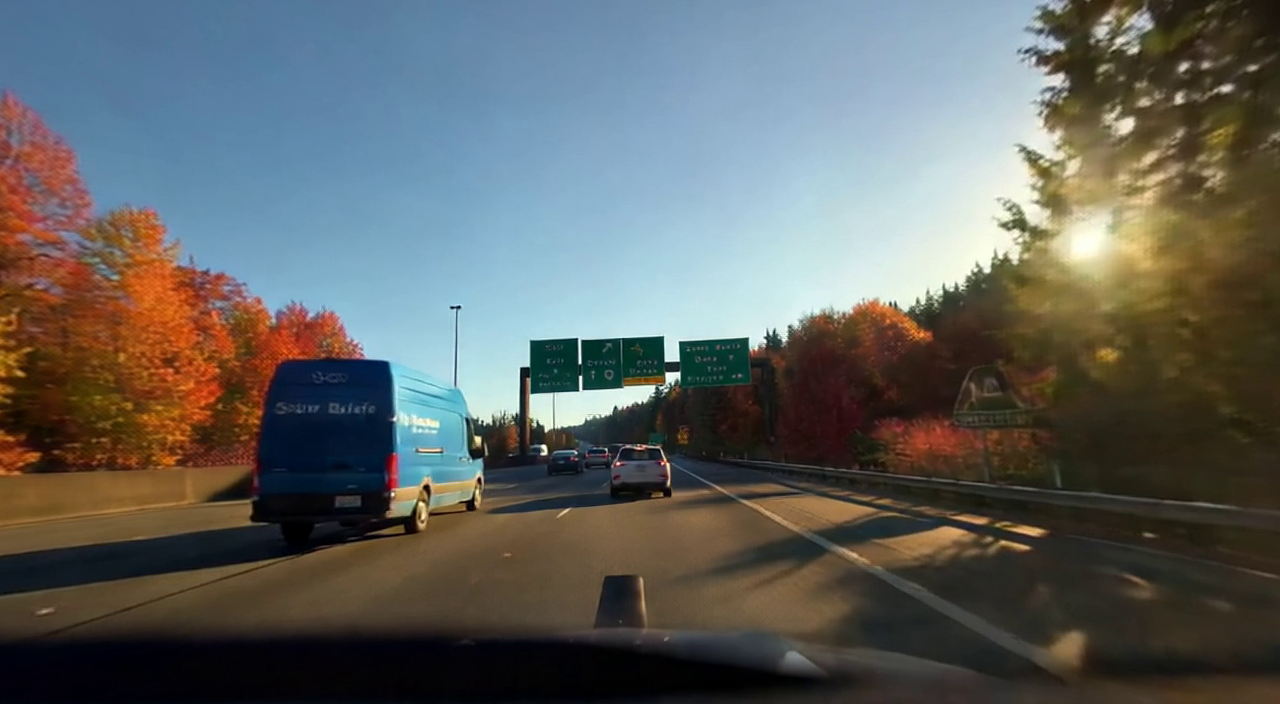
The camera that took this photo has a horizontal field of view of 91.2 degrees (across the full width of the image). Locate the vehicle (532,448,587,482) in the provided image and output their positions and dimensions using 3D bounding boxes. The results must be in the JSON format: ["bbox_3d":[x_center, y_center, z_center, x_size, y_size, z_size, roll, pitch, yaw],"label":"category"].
[{"bbox_3d":[-3.759,5.353,29.998,2.015,1.496,4.312,0,-9,1],"label":"vehicle"}]

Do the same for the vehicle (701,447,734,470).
[{"bbox_3d":[5.511,7.642,45.124,1.962,1.503,4.432,-1,-9,2],"label":"vehicle"}]

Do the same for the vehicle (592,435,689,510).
[{"bbox_3d":[0.019,3.051,16.326,2.195,1.679,4.070,0,-9,1],"label":"vehicle"}]

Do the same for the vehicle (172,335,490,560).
[{"bbox_3d":[-4.397,1.568,10.486,2.275,2.692,5.810,0,-9,0],"label":"vehicle"}]
